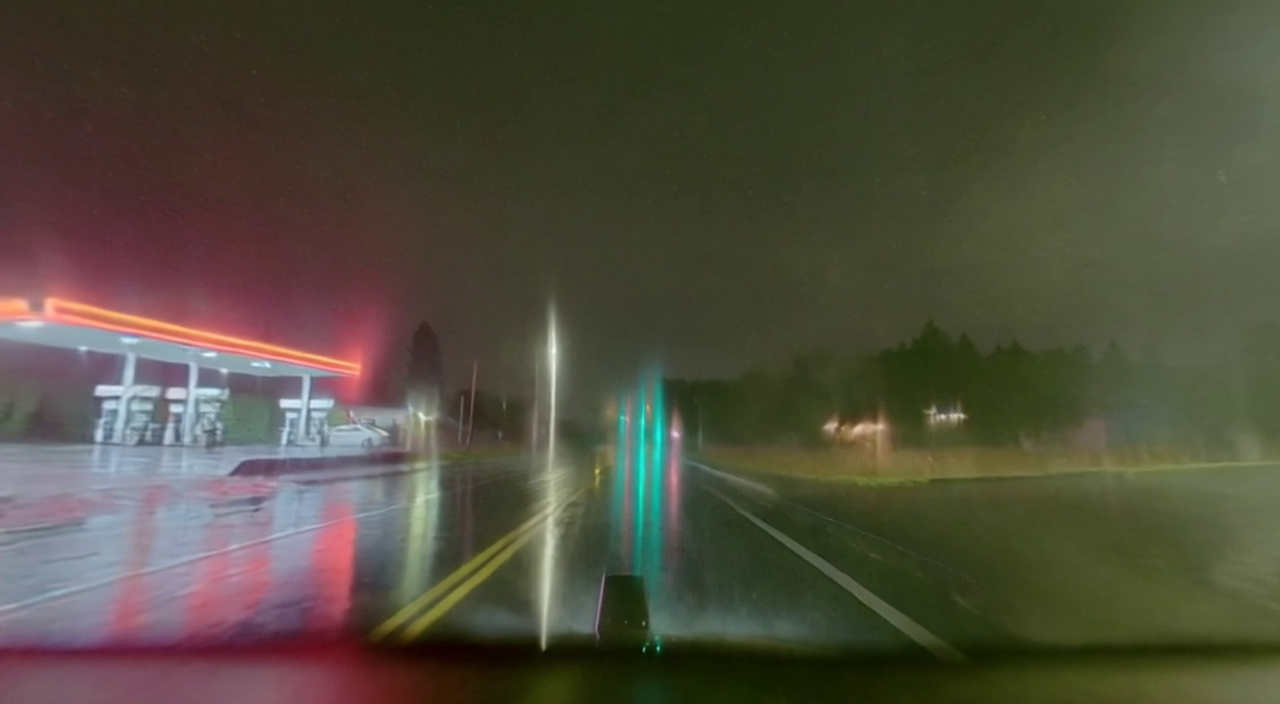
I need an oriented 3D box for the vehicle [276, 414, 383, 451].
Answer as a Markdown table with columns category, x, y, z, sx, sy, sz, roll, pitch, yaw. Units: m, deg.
| category | x | y | z | sx | sy | sz | roll | pitch | yaw |
| --- | --- | --- | --- | --- | --- | --- | --- | --- | --- |
| vehicle | -22.477 | 5.852 | 45.777 | 6.311 | 2.571 | 3.118 | -2 | -7 | 12 |
